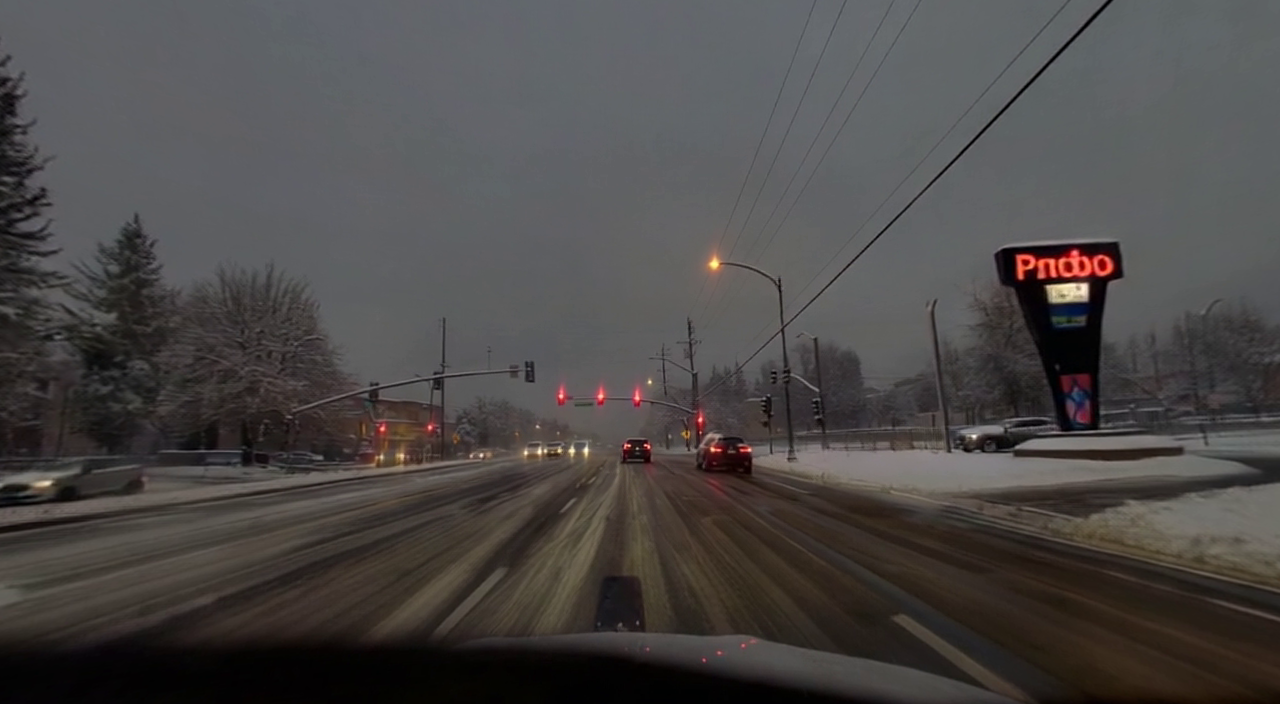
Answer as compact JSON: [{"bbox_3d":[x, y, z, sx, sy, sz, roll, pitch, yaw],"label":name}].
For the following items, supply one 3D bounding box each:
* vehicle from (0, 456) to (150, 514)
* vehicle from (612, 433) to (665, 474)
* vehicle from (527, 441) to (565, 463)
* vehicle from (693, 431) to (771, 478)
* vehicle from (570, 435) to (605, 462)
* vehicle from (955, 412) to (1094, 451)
[{"bbox_3d":[-17.900,4.039,19.636,1.832,1.515,4.369,0,-9,-1],"label":"vehicle"},{"bbox_3d":[-0.142,4.469,27.959,2.146,1.685,4.003,0,-9,-2],"label":"vehicle"},{"bbox_3d":[-6.660,7.109,45.048,1.954,1.473,4.350,0,-9,1],"label":"vehicle"},{"bbox_3d":[3.540,4.078,25.299,2.198,1.660,4.512,0,-9,-3],"label":"vehicle"},{"bbox_3d":[-3.603,6.795,44.369,2.106,1.778,4.444,0,-9,0],"label":"vehicle"},{"bbox_3d":[15.639,3.294,25.913,4.344,1.512,1.936,-1,-9,5],"label":"vehicle"}]
